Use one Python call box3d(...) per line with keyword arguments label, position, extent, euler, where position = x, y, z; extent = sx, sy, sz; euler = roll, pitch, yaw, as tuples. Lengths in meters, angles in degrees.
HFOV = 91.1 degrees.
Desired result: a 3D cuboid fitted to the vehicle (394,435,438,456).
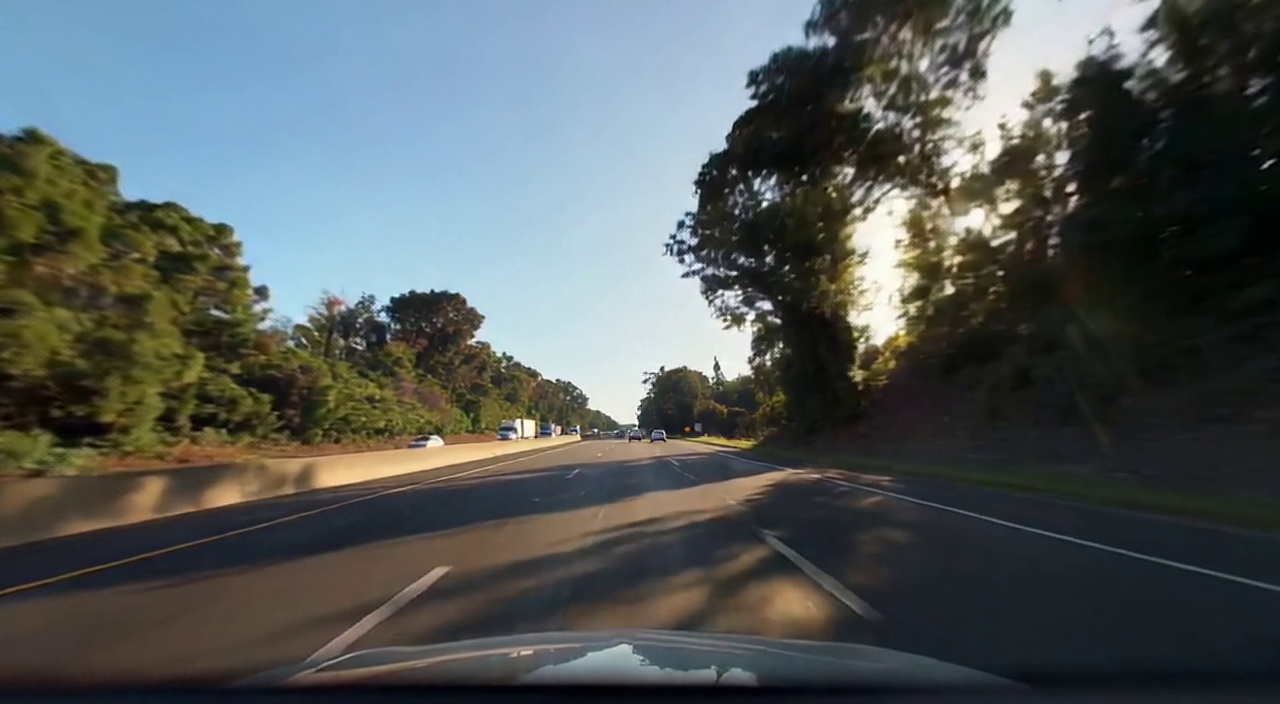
box3d(label="vehicle", position=(-17.172, 7.135, 48.416), extent=(1.855, 1.522, 4.394), euler=(0, -7, 0))
